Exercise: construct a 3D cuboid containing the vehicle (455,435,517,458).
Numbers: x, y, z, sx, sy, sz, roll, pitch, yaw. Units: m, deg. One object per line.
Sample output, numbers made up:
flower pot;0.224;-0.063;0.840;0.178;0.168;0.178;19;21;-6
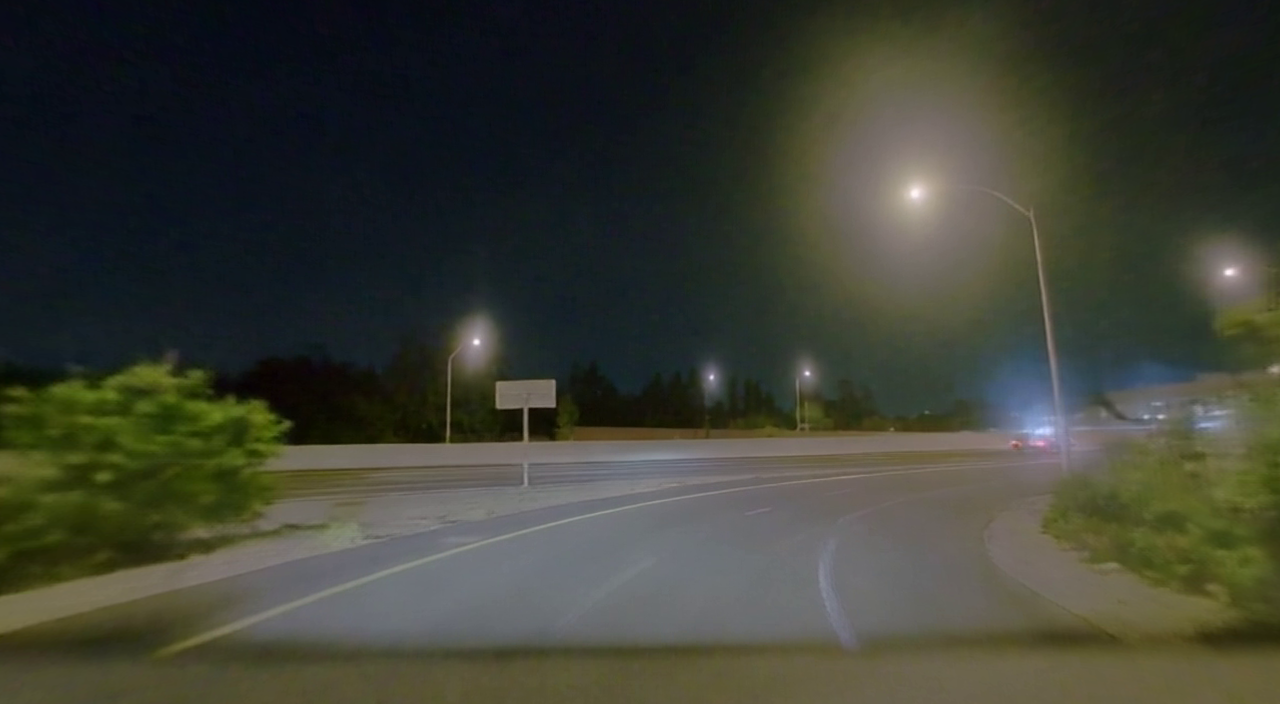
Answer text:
vehicle;-10.181;6.218;41.691;3.706;1.442;1.743;3;-9;-23
